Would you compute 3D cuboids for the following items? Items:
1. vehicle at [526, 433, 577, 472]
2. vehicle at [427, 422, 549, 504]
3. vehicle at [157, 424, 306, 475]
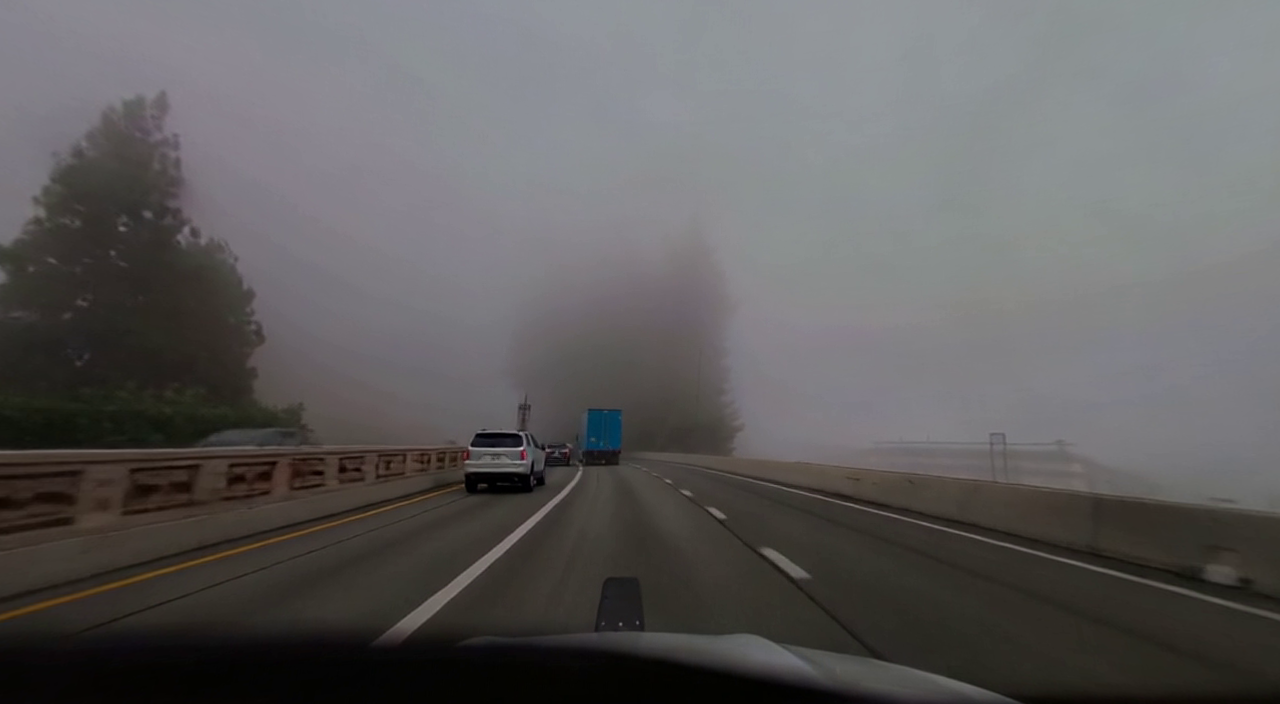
[{"bbox_3d":[-4.293,4.959,31.172,2.044,1.740,4.361,1,-9,-3],"label":"vehicle"},{"bbox_3d":[-3.577,2.719,15.761,2.041,1.734,4.391,1,-9,-1],"label":"vehicle"},{"bbox_3d":[-13.398,3.248,21.077,1.988,1.499,4.591,1,-9,-2],"label":"vehicle"}]
